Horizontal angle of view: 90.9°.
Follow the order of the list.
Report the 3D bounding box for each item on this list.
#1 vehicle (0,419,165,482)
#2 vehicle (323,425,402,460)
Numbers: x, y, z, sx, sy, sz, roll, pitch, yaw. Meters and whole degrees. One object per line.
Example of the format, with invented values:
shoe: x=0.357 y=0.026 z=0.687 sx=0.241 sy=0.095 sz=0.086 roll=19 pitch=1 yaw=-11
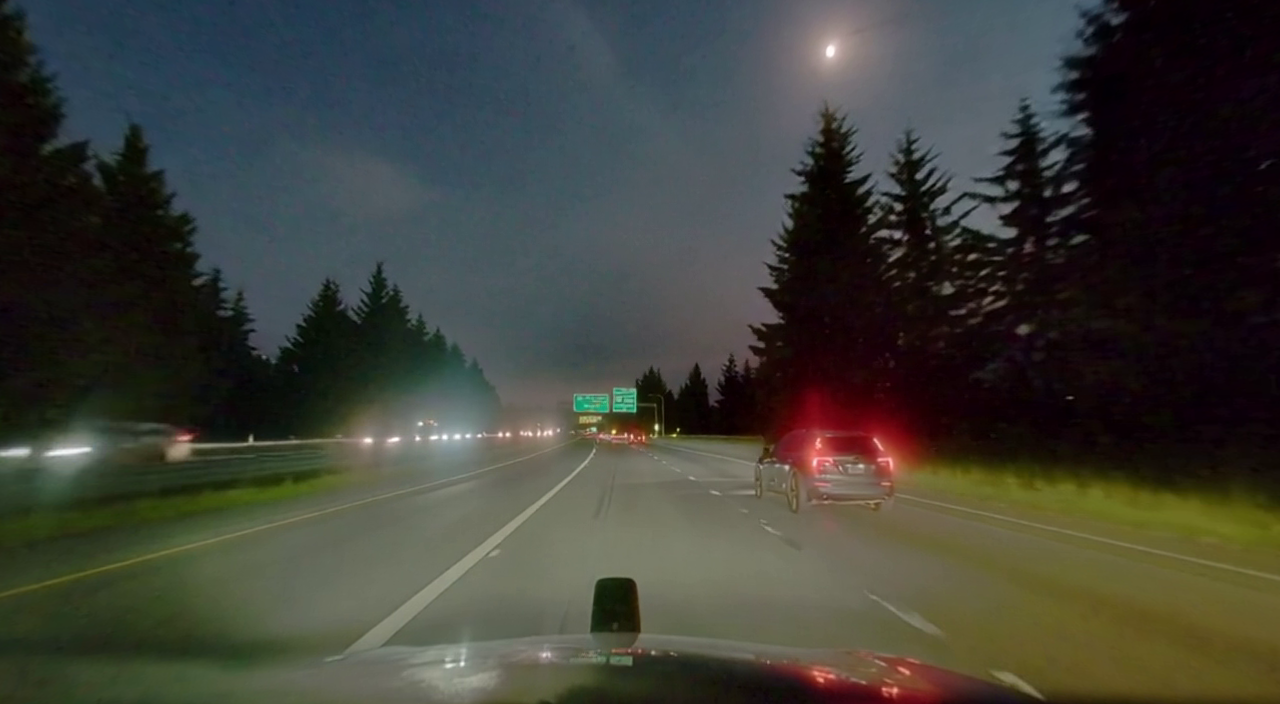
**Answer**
vehicle: x=-15.608 y=2.617 z=17.077 sx=1.951 sy=1.470 sz=4.535 roll=0 pitch=-8 yaw=-1
vehicle: x=-13.240 y=4.341 z=30.360 sx=1.881 sy=1.508 sz=4.599 roll=-1 pitch=-8 yaw=-2
